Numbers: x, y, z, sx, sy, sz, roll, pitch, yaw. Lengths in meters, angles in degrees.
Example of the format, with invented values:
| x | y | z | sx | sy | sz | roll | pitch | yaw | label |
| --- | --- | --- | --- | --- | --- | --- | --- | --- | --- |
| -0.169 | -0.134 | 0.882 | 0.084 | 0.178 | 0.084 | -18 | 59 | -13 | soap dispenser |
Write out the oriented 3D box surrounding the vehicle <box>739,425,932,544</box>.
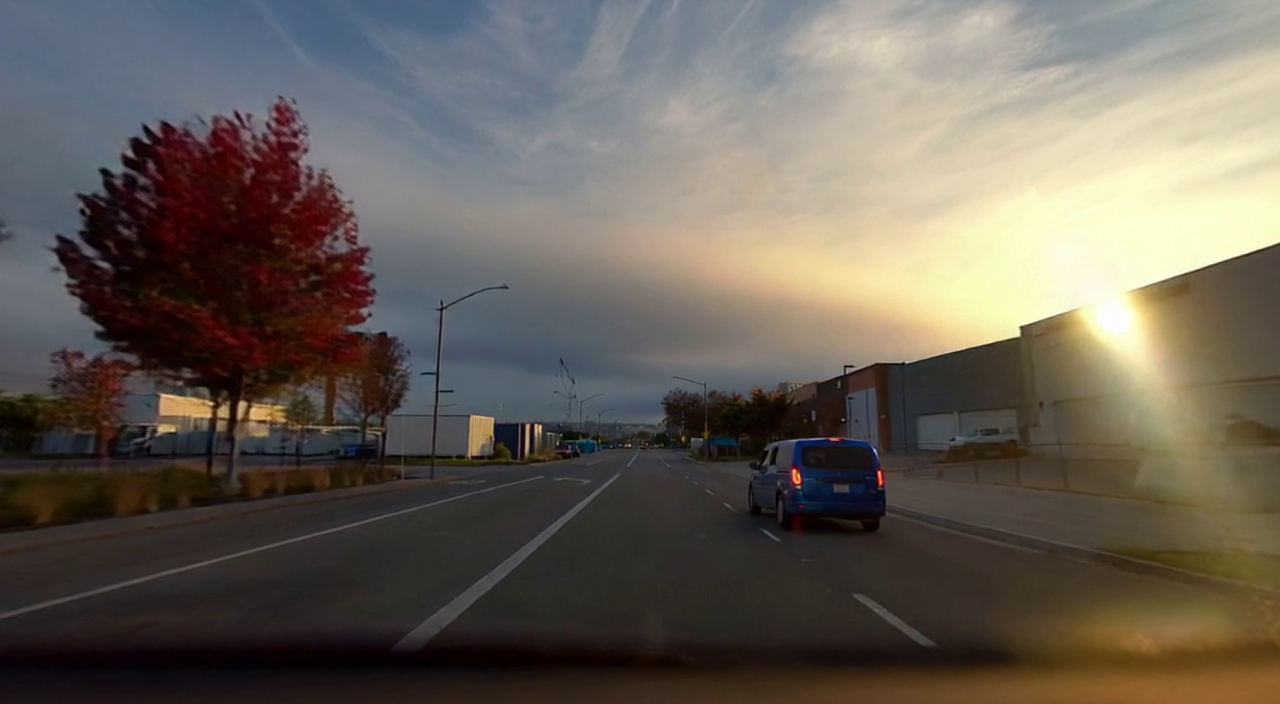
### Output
| x | y | z | sx | sy | sz | roll | pitch | yaw | label |
| --- | --- | --- | --- | --- | --- | --- | --- | --- | --- |
| 3.435 | 2.441 | 12.313 | 2.202 | 1.822 | 4.826 | 0 | -9 | 0 | vehicle |
